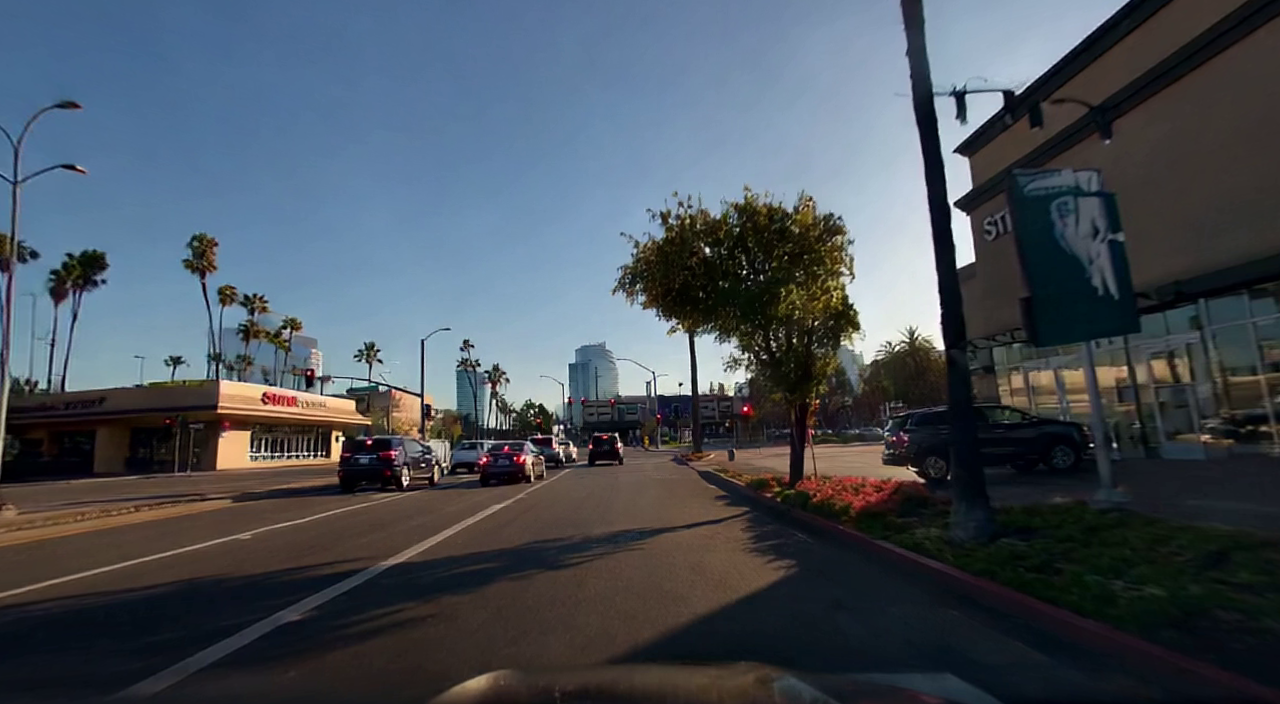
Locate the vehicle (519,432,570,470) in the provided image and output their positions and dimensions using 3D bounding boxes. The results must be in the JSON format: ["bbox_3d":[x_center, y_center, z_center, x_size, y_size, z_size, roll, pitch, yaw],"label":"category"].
[{"bbox_3d":[-5.086,5.362,34.256,2.025,1.862,4.804,0,-9,0],"label":"vehicle"}]

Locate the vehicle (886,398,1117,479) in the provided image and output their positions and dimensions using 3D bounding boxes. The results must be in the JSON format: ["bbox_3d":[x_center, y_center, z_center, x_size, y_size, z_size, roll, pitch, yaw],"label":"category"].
[{"bbox_3d":[9.504,2.327,16.966,4.774,1.975,2.245,0,-9,-2],"label":"vehicle"}]

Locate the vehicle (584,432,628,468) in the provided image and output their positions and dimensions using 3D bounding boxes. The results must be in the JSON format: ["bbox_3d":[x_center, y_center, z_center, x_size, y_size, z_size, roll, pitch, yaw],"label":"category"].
[{"bbox_3d":[-1.750,5.245,33.833,2.153,1.759,4.320,0,-9,-1],"label":"vehicle"}]

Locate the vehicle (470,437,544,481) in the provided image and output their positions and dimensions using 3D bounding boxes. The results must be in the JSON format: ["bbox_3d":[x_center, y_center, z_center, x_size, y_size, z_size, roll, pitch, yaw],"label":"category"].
[{"bbox_3d":[-5.106,4.176,24.936,1.885,1.567,4.775,0,-9,0],"label":"vehicle"}]

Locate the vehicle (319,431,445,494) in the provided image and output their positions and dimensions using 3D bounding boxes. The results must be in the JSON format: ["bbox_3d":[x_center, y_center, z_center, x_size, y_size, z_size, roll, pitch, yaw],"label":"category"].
[{"bbox_3d":[-8.490,3.676,21.394,2.178,1.864,5.005,0,-9,-1],"label":"vehicle"}]
